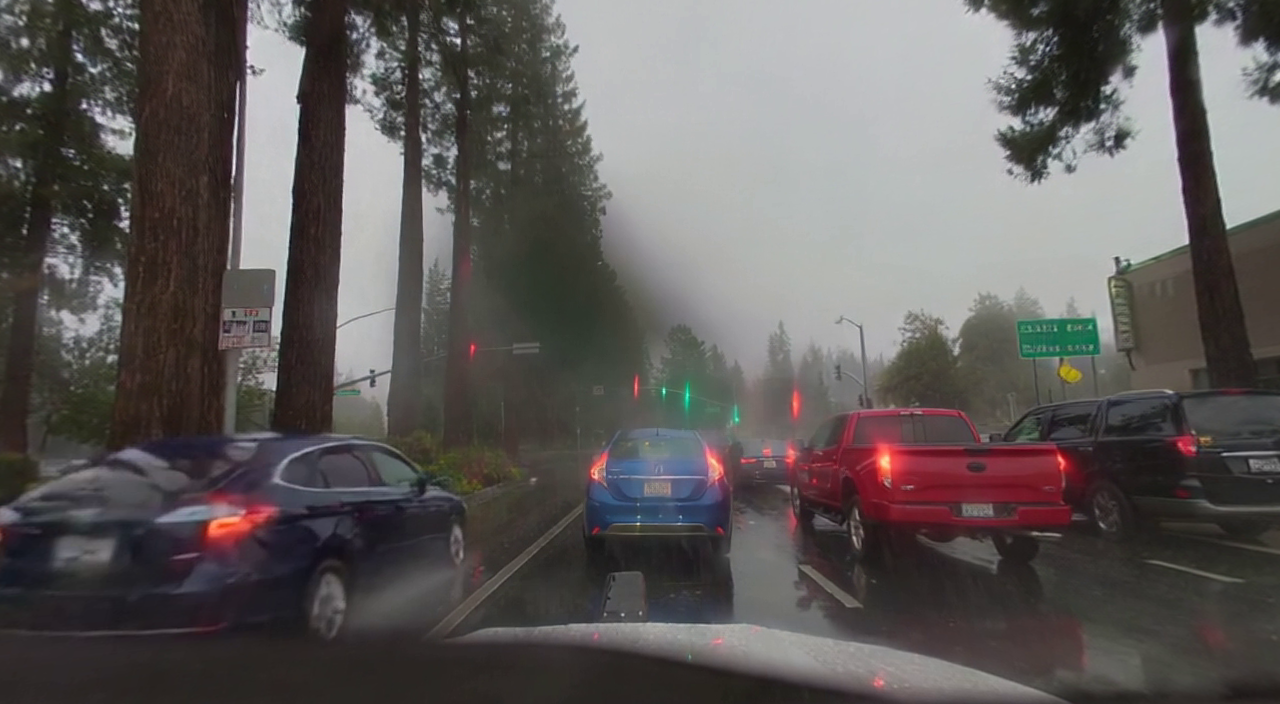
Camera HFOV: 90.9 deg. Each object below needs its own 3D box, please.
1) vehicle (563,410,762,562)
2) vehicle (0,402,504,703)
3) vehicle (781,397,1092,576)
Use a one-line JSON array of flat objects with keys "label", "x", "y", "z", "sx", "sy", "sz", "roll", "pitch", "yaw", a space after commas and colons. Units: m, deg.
[{"label": "vehicle", "x": 0.246, "y": 1.769, "z": 8.973, "sx": 2.168, "sy": 1.641, "sz": 4.039, "roll": 0, "pitch": -8, "yaw": 0}, {"label": "vehicle", "x": -2.881, "y": 1.361, "z": 5.478, "sx": 2.133, "sy": 1.496, "sz": 5.150, "roll": 0, "pitch": -8, "yaw": 1}, {"label": "vehicle", "x": 3.383, "y": 1.633, "z": 8.372, "sx": 2.099, "sy": 1.725, "sz": 4.290, "roll": 0, "pitch": -8, "yaw": 1}]
